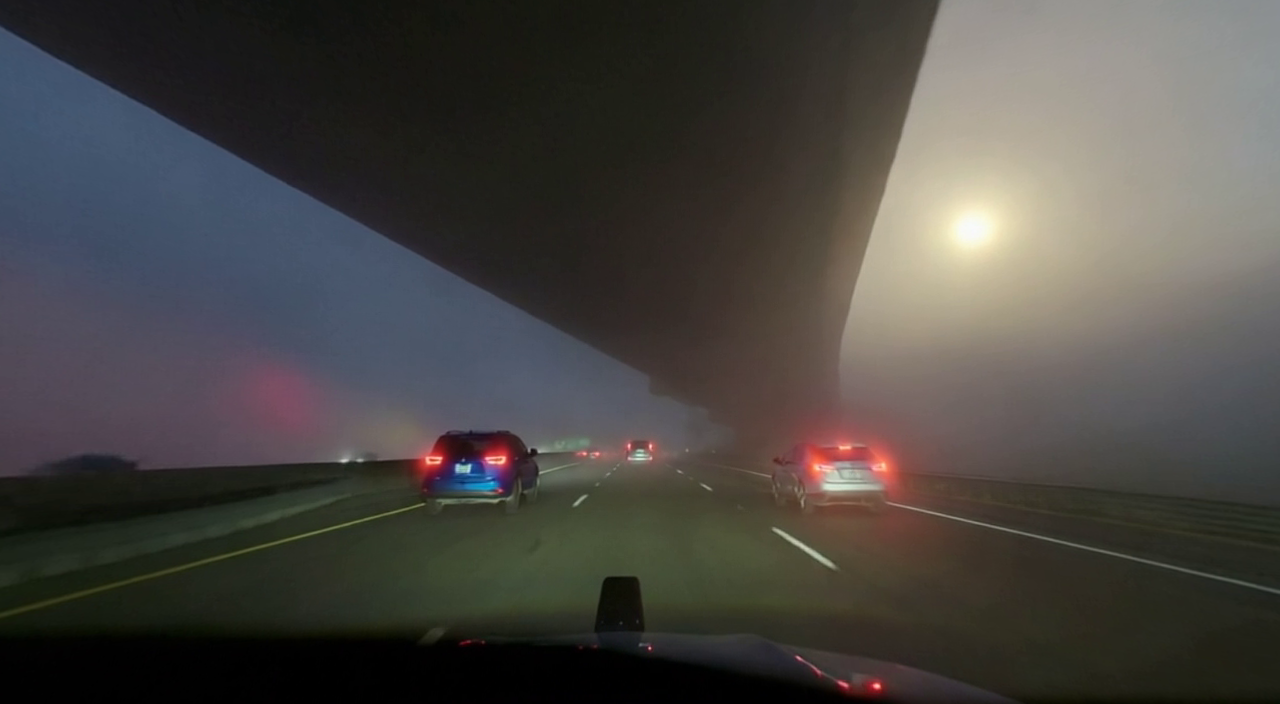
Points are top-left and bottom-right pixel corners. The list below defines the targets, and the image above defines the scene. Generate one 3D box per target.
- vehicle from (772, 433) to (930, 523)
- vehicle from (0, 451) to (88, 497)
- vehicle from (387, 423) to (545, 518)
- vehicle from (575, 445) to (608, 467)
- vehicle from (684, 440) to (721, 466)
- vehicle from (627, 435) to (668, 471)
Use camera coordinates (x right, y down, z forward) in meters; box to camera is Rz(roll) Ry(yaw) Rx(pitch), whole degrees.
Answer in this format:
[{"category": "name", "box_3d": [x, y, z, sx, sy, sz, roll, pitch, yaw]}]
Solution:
[{"category": "vehicle", "box_3d": [4.097, 2.504, 12.984, 1.959, 1.554, 3.795, 0, -9, 1]}, {"category": "vehicle", "box_3d": [-23.401, 4.439, 23.057, 1.918, 1.555, 4.687, 0, -9, 3]}, {"category": "vehicle", "box_3d": [-3.582, 2.550, 14.014, 2.089, 1.751, 4.515, 0, -9, 2]}, {"category": "vehicle", "box_3d": [-3.462, 7.497, 45.632, 1.994, 1.475, 4.171, 0, -9, 1]}, {"category": "vehicle", "box_3d": [4.606, 7.502, 46.905, 2.231, 1.807, 4.588, 0, -9, 0]}, {"category": "vehicle", "box_3d": [0.410, 5.755, 35.947, 2.155, 1.909, 4.529, 0, -9, 0]}]
